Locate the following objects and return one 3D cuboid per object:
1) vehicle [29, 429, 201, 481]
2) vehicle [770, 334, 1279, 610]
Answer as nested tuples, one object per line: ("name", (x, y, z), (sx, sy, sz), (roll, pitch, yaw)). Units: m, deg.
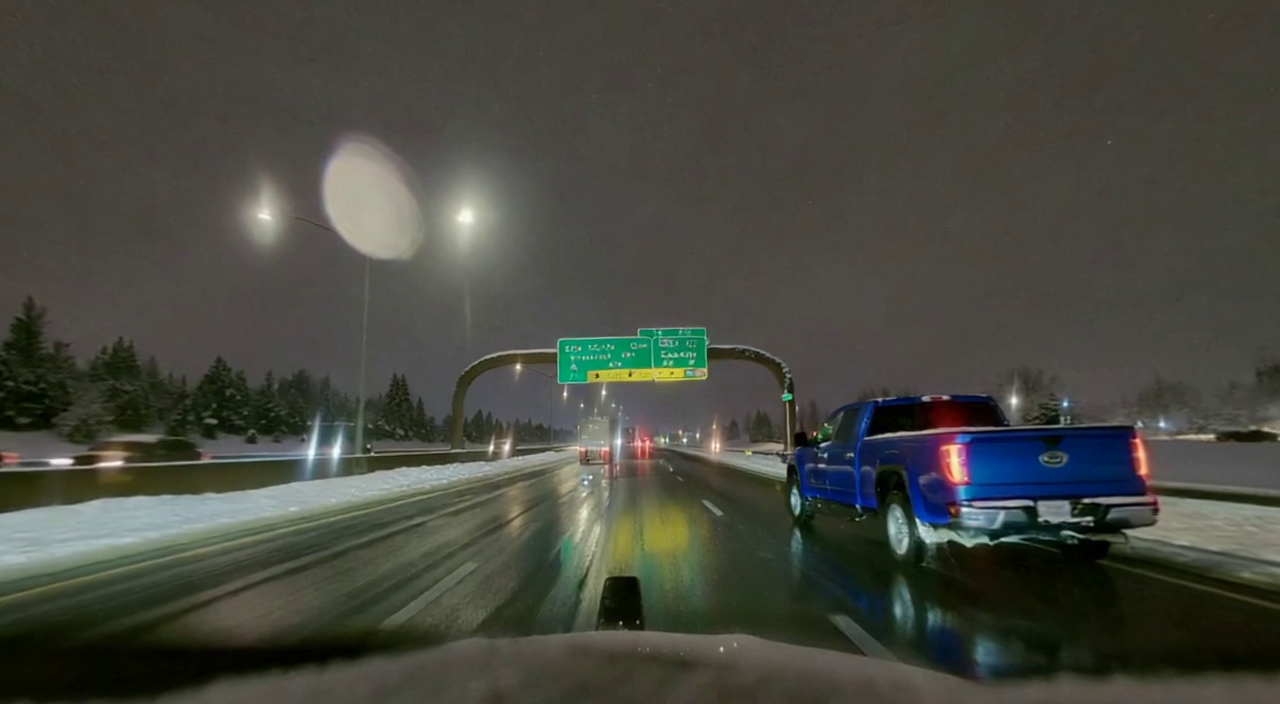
("vehicle", (-19.014, 3.776, 23.229), (1.980, 1.681, 5.015), (0, -9, 1))
("vehicle", (3.588, 1.356, 7.875), (2.593, 2.110, 6.016), (0, -9, 0))
